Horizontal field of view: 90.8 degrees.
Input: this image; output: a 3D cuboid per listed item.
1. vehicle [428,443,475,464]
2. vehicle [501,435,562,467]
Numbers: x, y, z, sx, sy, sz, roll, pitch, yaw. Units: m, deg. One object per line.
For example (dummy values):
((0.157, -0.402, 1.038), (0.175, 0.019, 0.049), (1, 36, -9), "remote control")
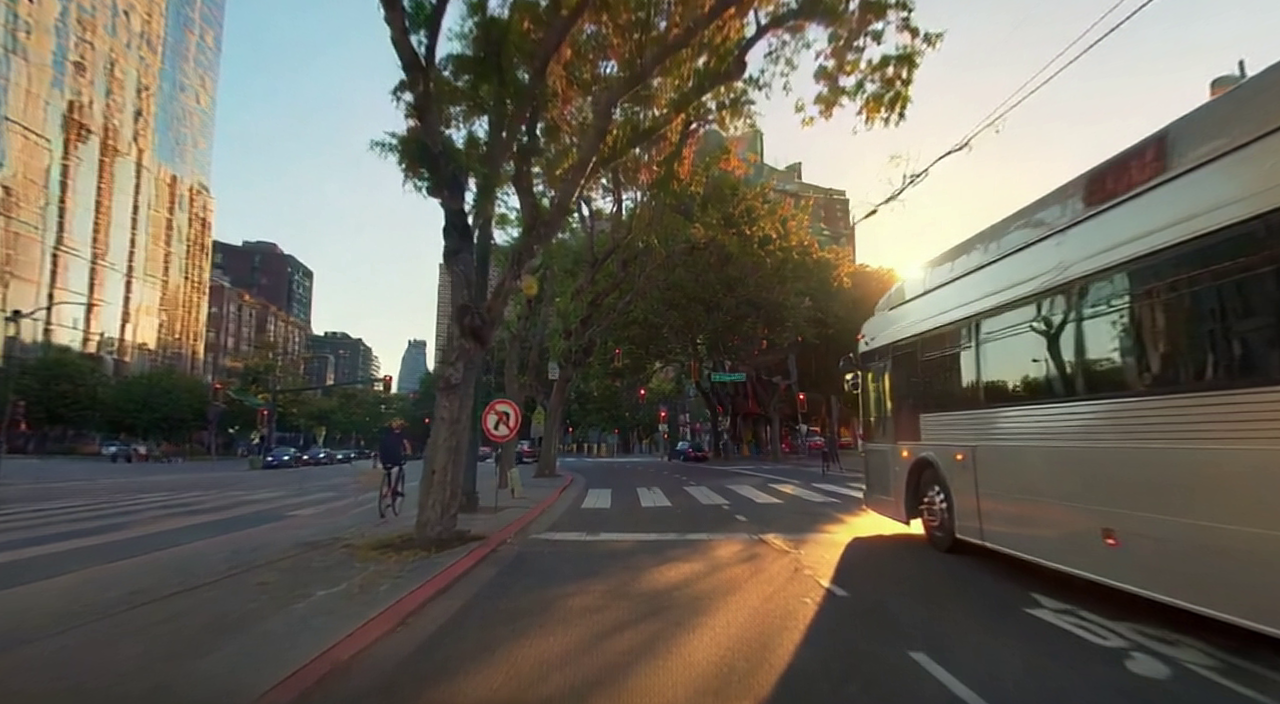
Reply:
((-13.859, 7.416, 46.404), (2.036, 1.467, 3.979), (6, -10, -36), "vehicle")
((-5.842, 5.231, 33.570), (2.123, 1.544, 4.158), (4, -9, -25), "vehicle")
